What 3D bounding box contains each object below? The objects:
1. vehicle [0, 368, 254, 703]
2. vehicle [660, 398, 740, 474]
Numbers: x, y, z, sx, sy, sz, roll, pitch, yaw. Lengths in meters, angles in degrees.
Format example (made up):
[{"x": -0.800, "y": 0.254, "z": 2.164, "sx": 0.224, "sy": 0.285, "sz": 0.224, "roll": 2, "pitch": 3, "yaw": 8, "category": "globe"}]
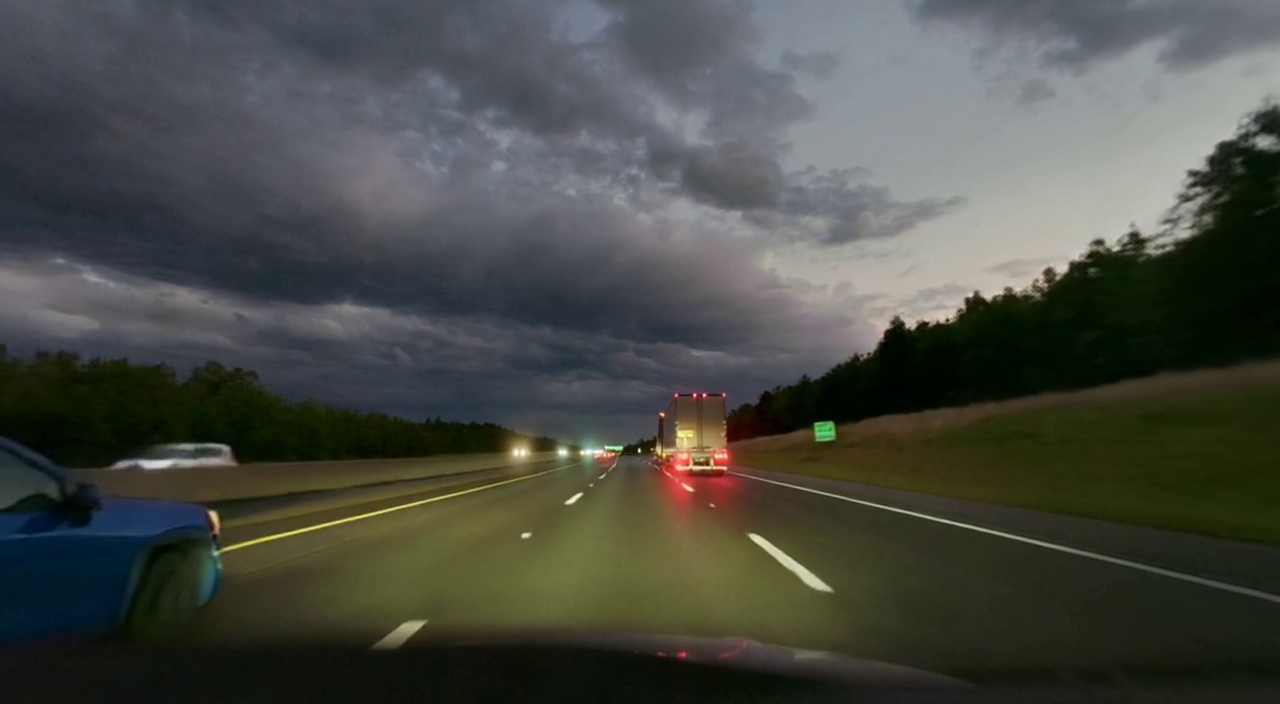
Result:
[{"x": -4.065, "y": 0.881, "z": 2.671, "sx": 2.115, "sy": 1.670, "sz": 4.261, "roll": 0, "pitch": -9, "yaw": 0, "category": "vehicle"}, {"x": 3.630, "y": 6.114, "z": 44.358, "sx": 3.532, "sy": 4.201, "sz": 17.611, "roll": 0, "pitch": -9, "yaw": -1, "category": "vehicle"}]
